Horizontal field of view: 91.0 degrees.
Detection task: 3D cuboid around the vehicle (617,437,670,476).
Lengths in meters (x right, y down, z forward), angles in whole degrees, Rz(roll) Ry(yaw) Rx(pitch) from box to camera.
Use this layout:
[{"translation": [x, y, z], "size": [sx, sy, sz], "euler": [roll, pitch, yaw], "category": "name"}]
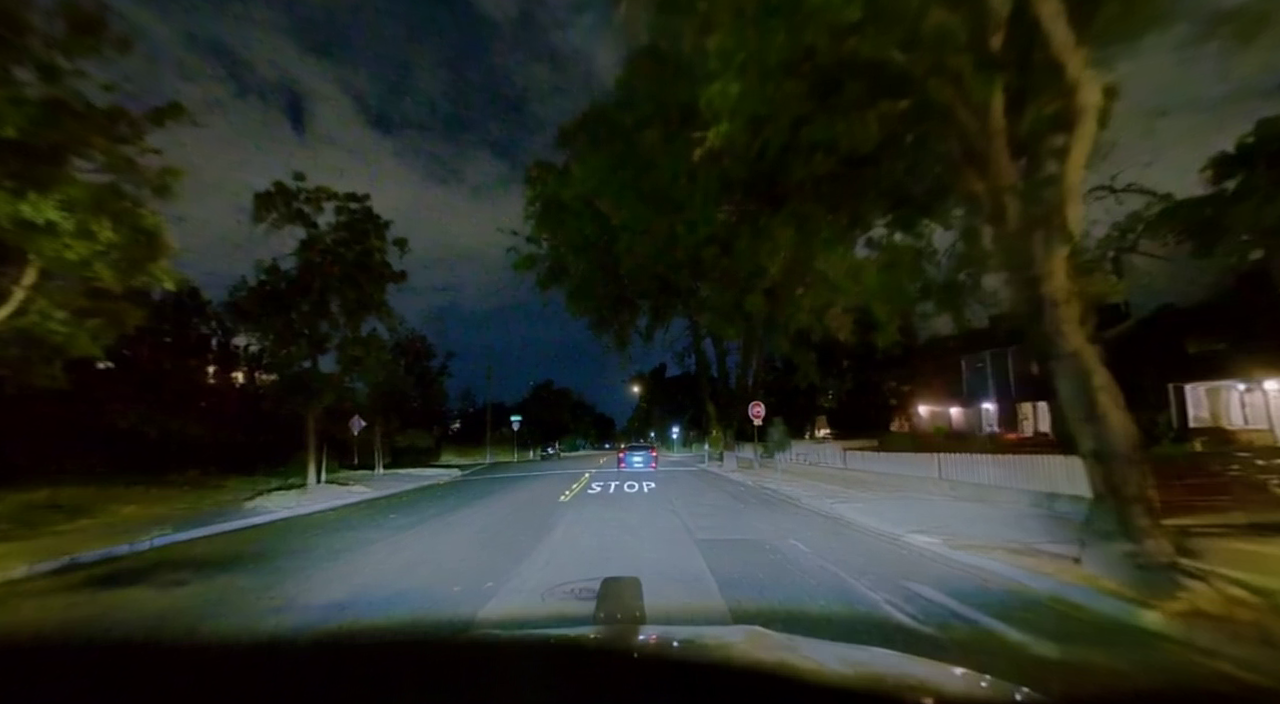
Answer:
[{"translation": [0.083, 4.421, 26.805], "size": [2.043, 1.484, 4.340], "euler": [0, -9, -1], "category": "vehicle"}]
